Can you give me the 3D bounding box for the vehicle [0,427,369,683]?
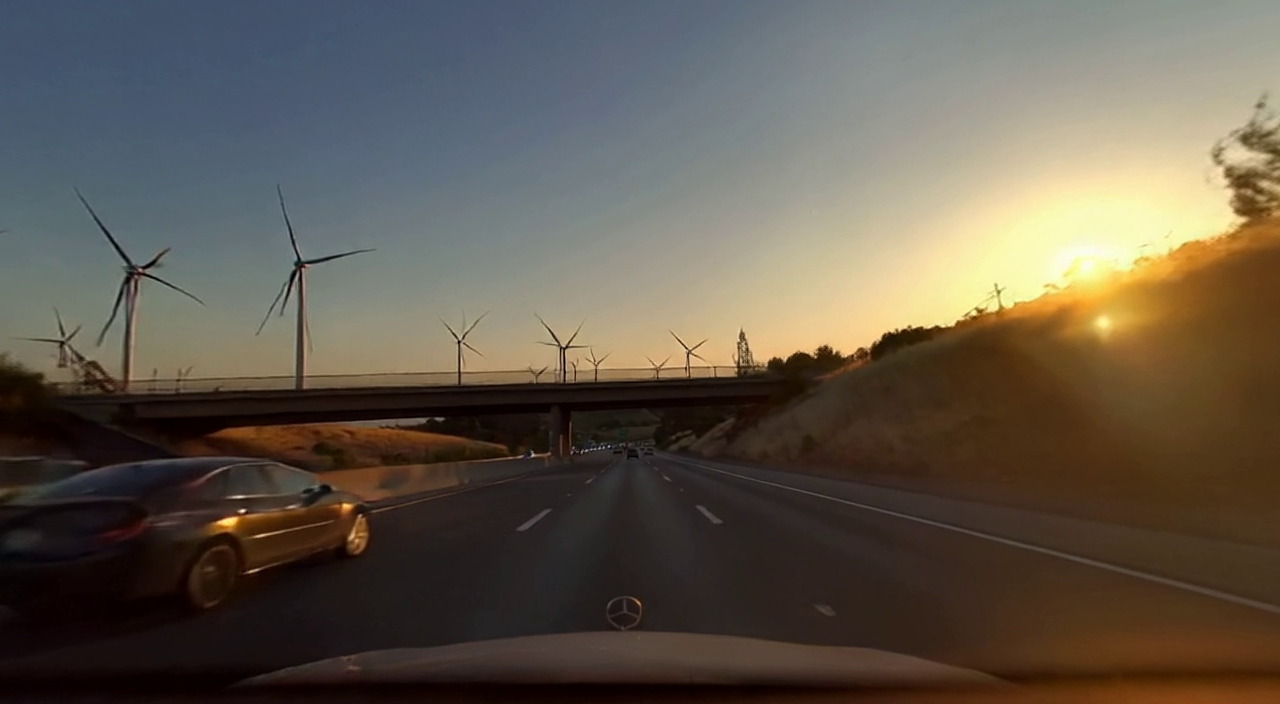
[{"bbox_3d":[-4.384,1.514,5.820,1.921,1.481,4.120,0,-9,0],"label":"vehicle"}]
